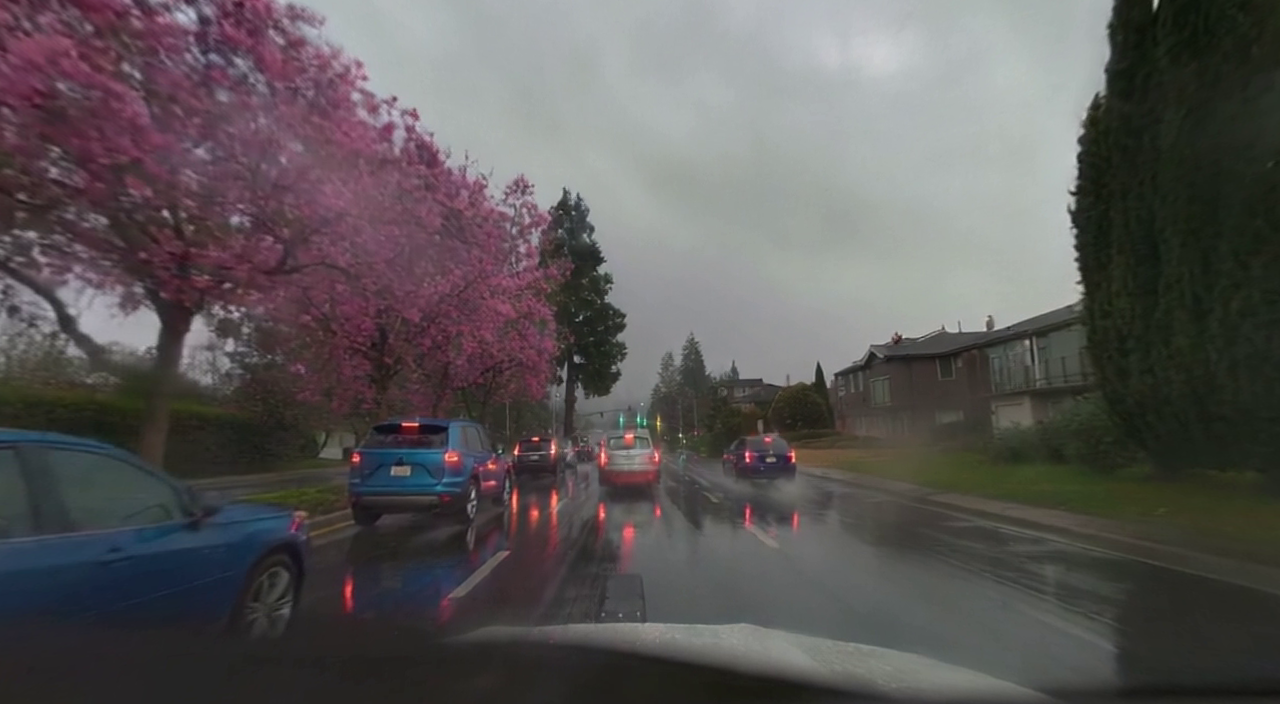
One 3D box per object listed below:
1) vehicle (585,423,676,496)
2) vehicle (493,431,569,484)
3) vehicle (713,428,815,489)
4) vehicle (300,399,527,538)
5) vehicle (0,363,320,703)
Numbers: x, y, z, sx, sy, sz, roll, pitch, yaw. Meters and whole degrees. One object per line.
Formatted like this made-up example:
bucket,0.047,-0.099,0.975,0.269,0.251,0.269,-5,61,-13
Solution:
vehicle,-0.245,2.815,16.863,2.112,1.693,4.058,0,-8,-1
vehicle,-3.708,3.664,22.263,1.948,1.668,4.279,0,-8,0
vehicle,3.764,3.333,20.114,2.188,1.685,4.604,0,-8,-2
vehicle,-3.626,1.990,11.379,2.304,1.928,4.833,0,-8,0
vehicle,-3.106,0.800,1.825,2.074,1.566,4.392,0,-8,0
